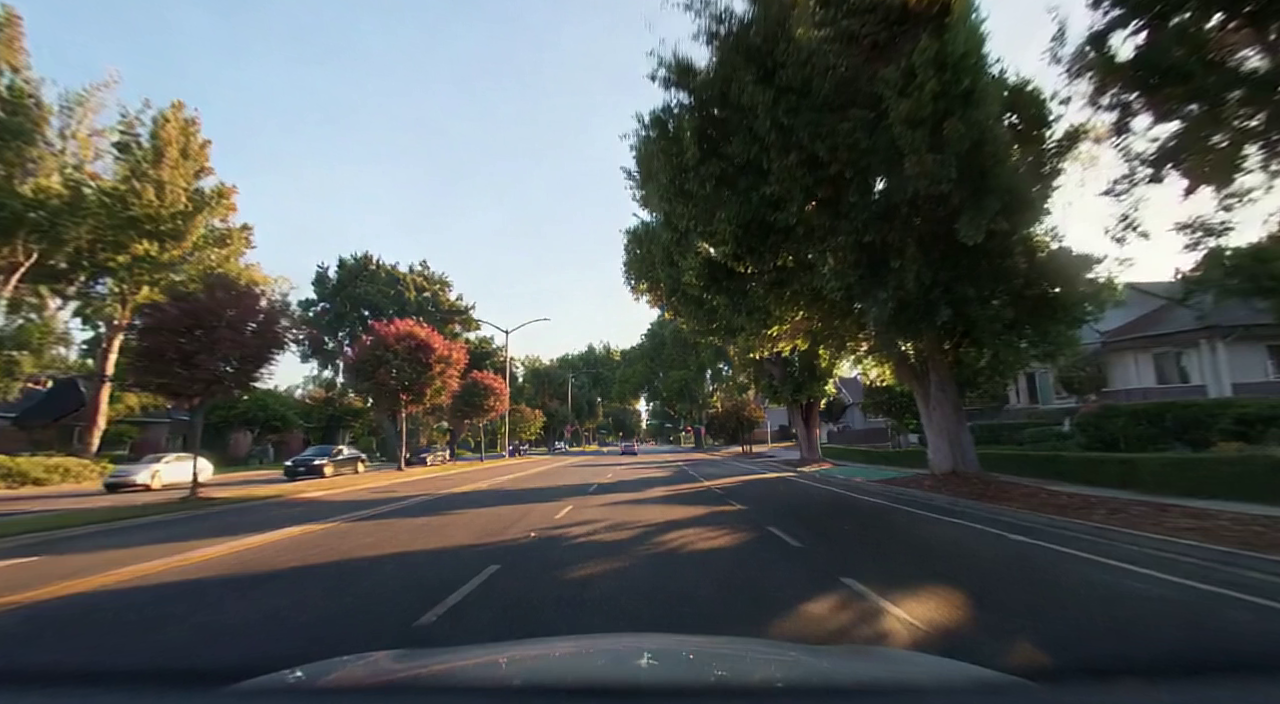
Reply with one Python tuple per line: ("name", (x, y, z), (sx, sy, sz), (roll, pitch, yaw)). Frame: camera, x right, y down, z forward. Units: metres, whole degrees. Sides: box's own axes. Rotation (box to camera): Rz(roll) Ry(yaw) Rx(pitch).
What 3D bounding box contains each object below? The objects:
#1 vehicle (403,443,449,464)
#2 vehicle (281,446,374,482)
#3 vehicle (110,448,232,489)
("vehicle", (-16.583, 7.868, 48.996), (1.869, 1.557, 4.424), (-1, -9, 2))
("vehicle", (-13.569, 4.866, 27.686), (1.782, 1.444, 4.239), (-1, -9, 2))
("vehicle", (-20.793, 5.164, 28.219), (1.970, 1.650, 4.463), (-1, -9, 1))
